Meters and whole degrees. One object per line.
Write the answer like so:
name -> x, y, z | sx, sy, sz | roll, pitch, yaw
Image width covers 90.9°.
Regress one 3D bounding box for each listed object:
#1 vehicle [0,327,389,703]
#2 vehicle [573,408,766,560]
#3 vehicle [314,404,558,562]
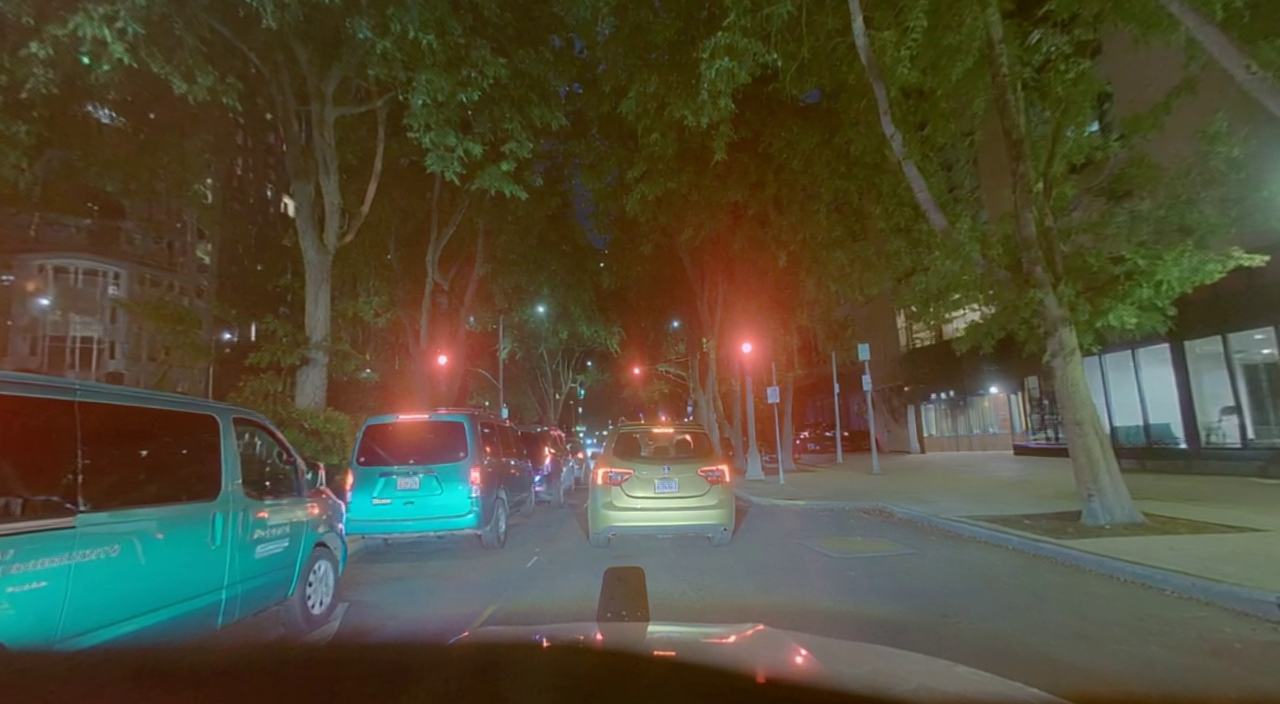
vehicle -> -3.168, 0.981, 3.485 | 1.940, 1.722, 3.823 | 0, -8, 0
vehicle -> 0.357, 1.808, 9.263 | 2.205, 1.727, 3.917 | 0, -8, 1
vehicle -> -2.649, 1.841, 9.609 | 2.124, 1.799, 4.587 | 0, -8, 1
